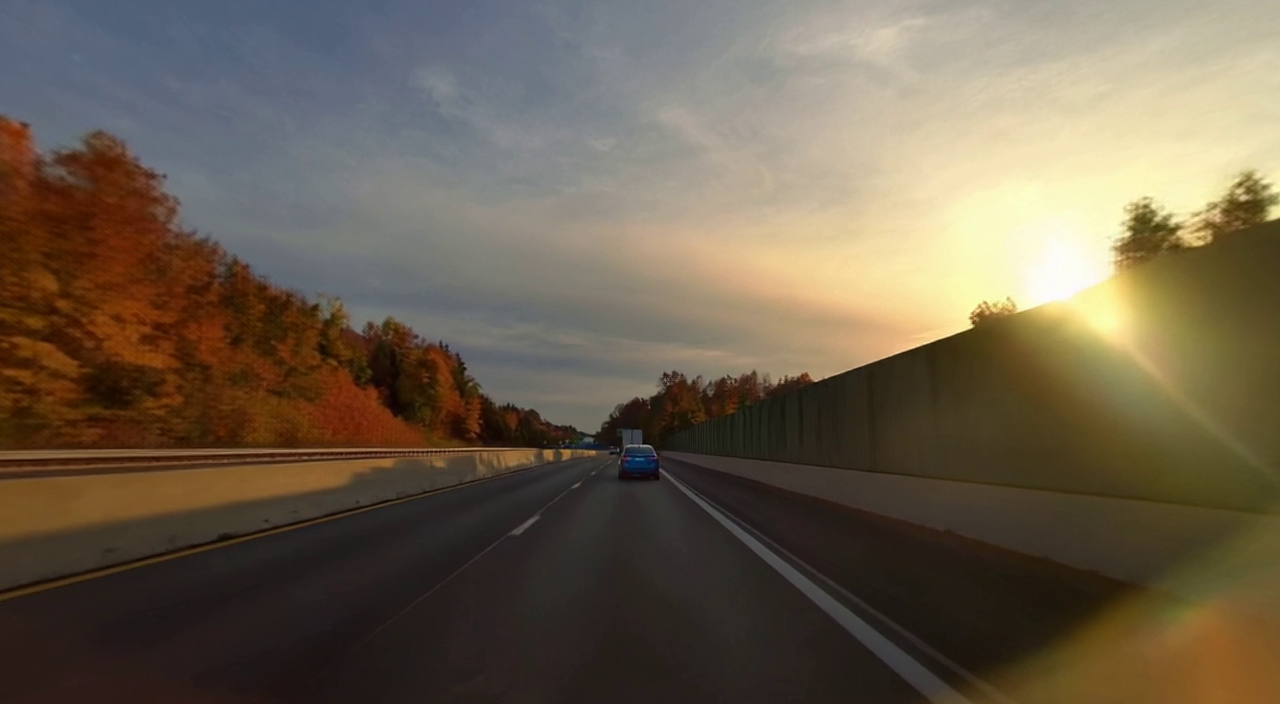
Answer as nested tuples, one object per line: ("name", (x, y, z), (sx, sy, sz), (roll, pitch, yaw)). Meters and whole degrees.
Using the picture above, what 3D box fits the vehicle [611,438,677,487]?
("vehicle", (0.080, 3.775, 21.872), (2.057, 1.516, 4.065), (0, -8, -1))
